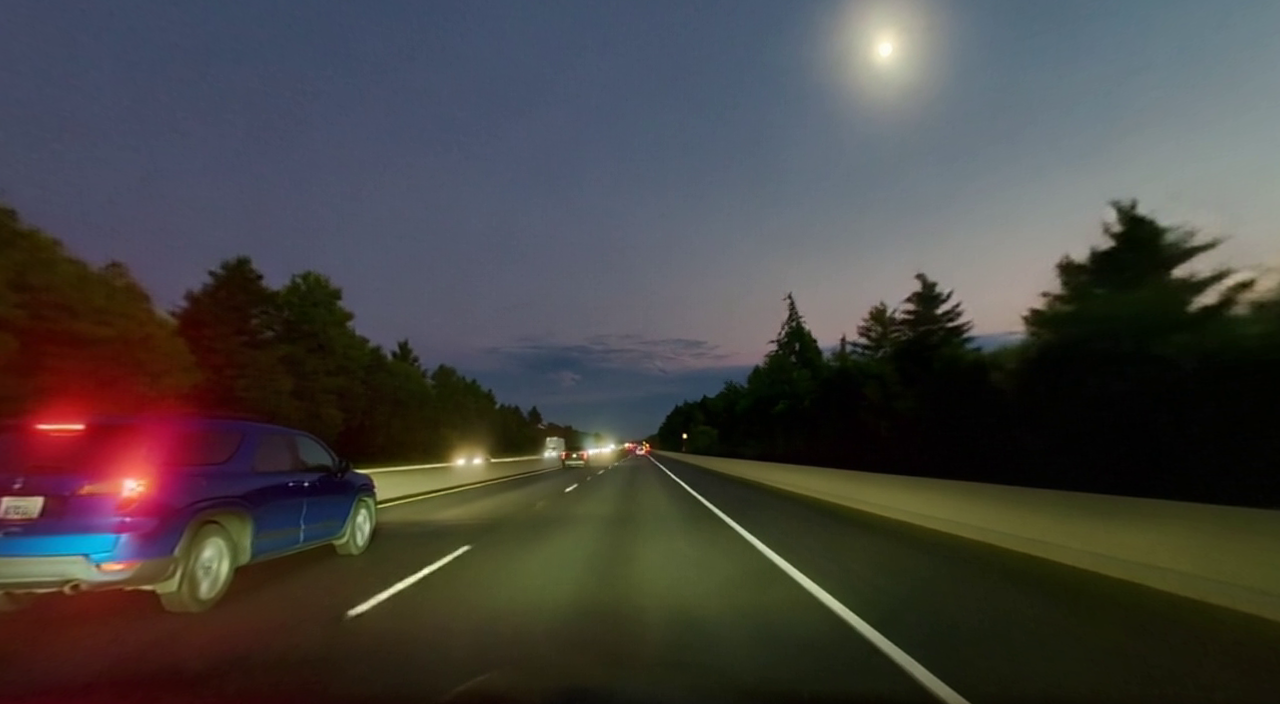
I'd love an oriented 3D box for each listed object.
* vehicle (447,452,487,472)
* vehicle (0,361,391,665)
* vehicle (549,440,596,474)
[{"bbox_3d":[-13.123,8.365,48.047,1.849,1.466,4.337,0,-9,-1],"label":"vehicle"},{"bbox_3d":[-4.597,1.382,6.465,2.102,1.941,4.703,0,-9,1],"label":"vehicle"},{"bbox_3d":[-3.716,5.919,35.642,2.056,1.811,4.202,-1,-9,2],"label":"vehicle"}]
